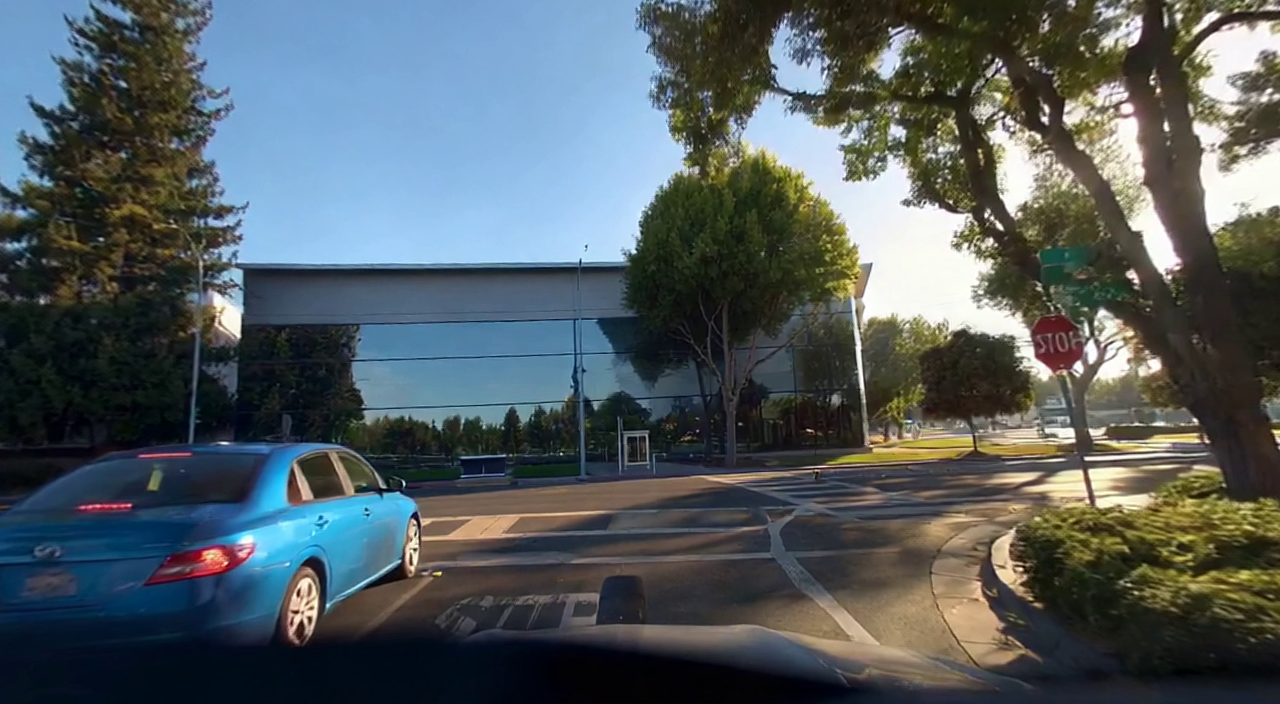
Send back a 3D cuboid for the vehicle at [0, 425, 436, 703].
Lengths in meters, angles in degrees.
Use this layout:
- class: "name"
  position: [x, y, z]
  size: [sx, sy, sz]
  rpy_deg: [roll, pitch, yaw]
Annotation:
- class: "vehicle"
  position: [-3.145, 1.384, 5.080]
  size: [2.069, 1.413, 5.006]
  rpy_deg: [1, -9, -9]
